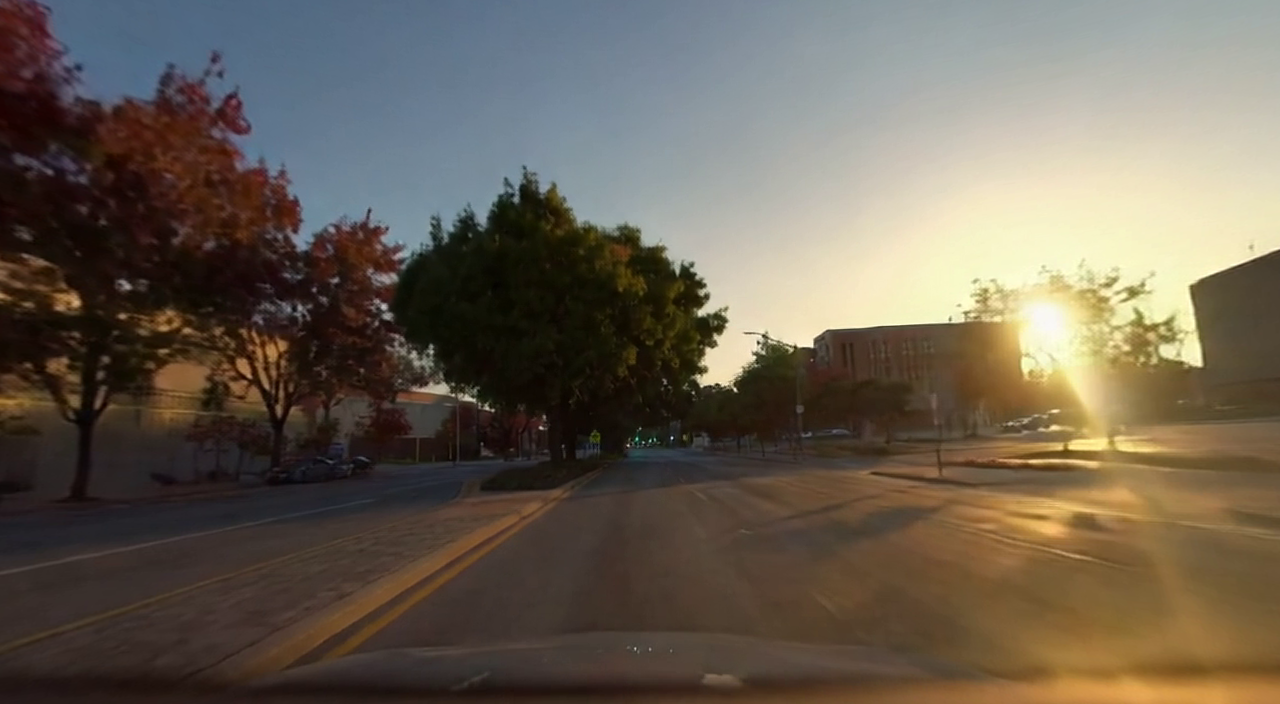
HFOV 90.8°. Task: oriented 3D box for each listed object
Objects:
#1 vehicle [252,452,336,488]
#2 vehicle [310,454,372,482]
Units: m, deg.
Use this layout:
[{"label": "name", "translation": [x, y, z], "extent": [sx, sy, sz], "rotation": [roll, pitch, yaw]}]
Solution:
[{"label": "vehicle", "translation": [-19.351, 6.572, 35.625], "extent": [2.255, 1.848, 4.617], "rotation": [0, -8, -2]}, {"label": "vehicle", "translation": [-19.508, 7.556, 41.471], "extent": [1.965, 1.665, 4.577], "rotation": [-2, -9, -1]}]
